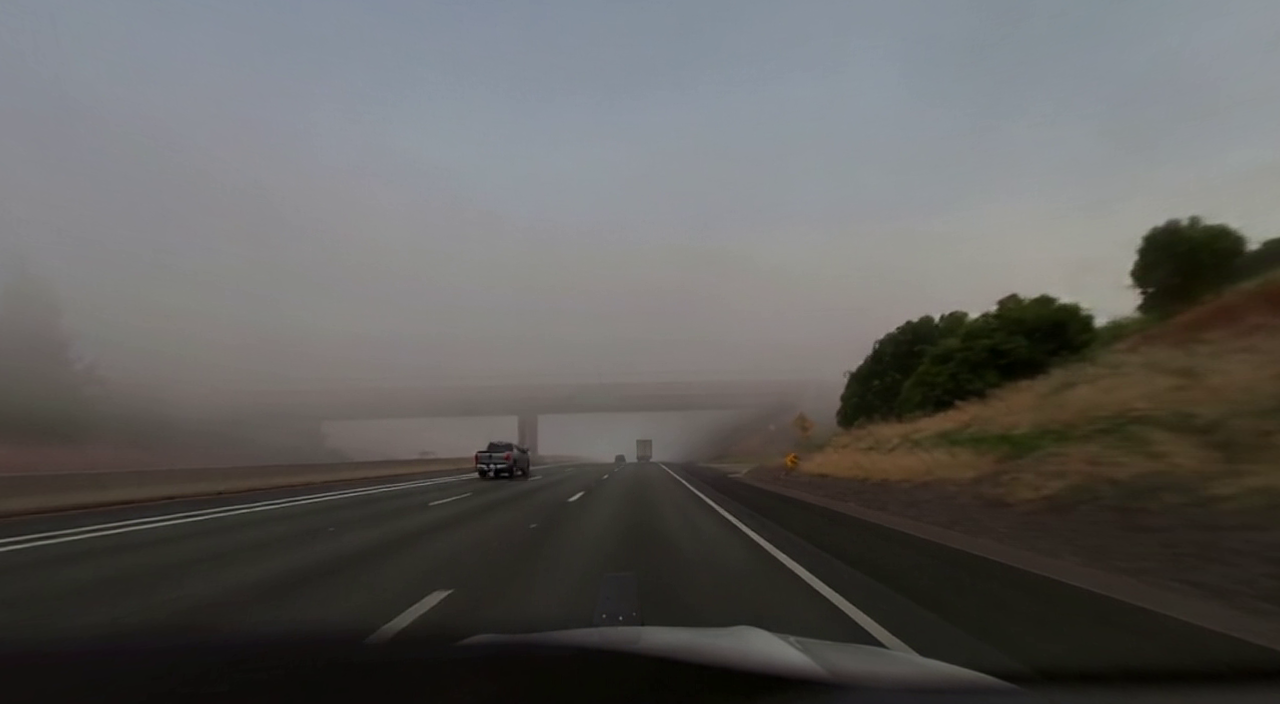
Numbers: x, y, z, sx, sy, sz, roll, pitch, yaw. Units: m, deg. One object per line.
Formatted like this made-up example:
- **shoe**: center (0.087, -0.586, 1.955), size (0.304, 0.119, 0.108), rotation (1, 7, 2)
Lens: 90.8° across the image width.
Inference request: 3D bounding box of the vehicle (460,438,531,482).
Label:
- **vehicle**: center (-6.915, 5.237, 30.812), size (2.232, 1.947, 5.180), rotation (0, -9, 0)
